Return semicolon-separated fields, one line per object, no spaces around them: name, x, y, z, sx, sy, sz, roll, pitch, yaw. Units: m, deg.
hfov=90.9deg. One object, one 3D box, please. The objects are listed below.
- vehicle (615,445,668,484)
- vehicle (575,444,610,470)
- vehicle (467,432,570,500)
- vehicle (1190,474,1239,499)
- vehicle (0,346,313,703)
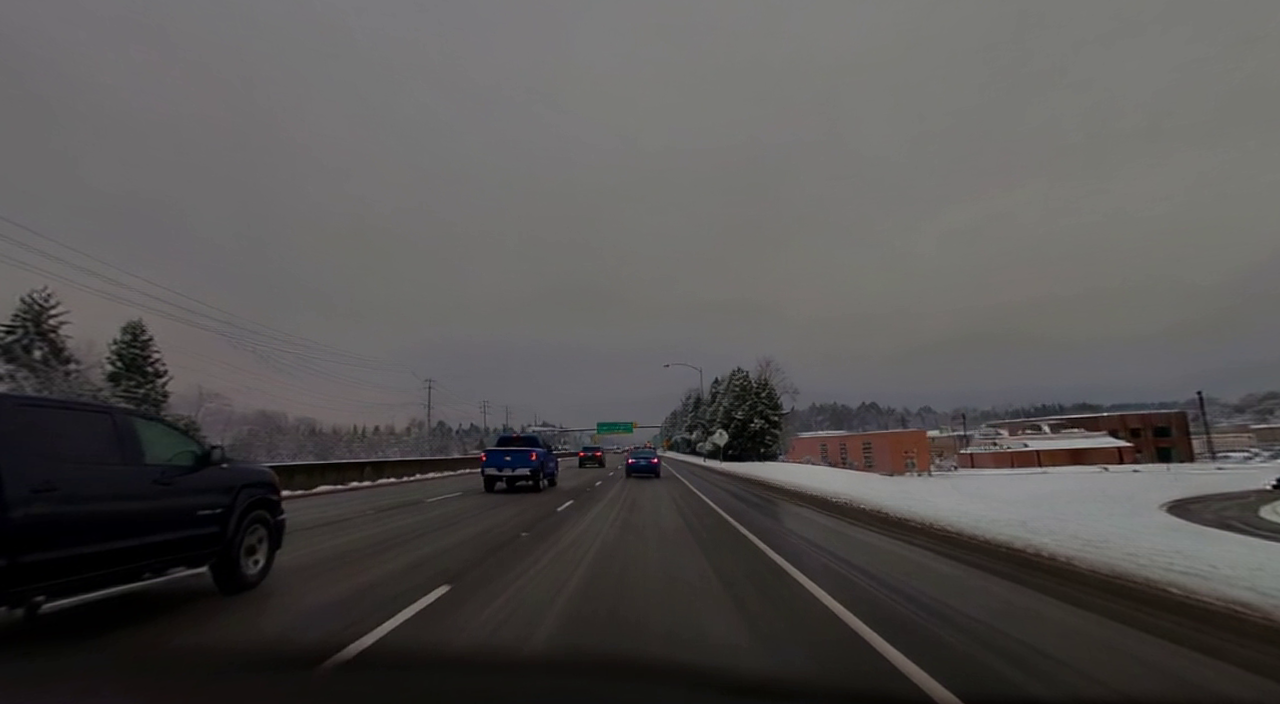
vehicle;0.058;4.668;26.526;2.047;1.473;3.978;0;-8;0
vehicle;-3.337;7.430;44.725;1.993;1.717;4.321;-1;-8;2
vehicle;-3.547;3.426;19.346;2.133;1.789;4.518;-1;-8;2
vehicle;39.780;9.249;43.642;4.203;1.418;1.942;8;-12;-42
vehicle;-4.236;0.938;3.281;2.198;1.848;5.346;0;-8;0
